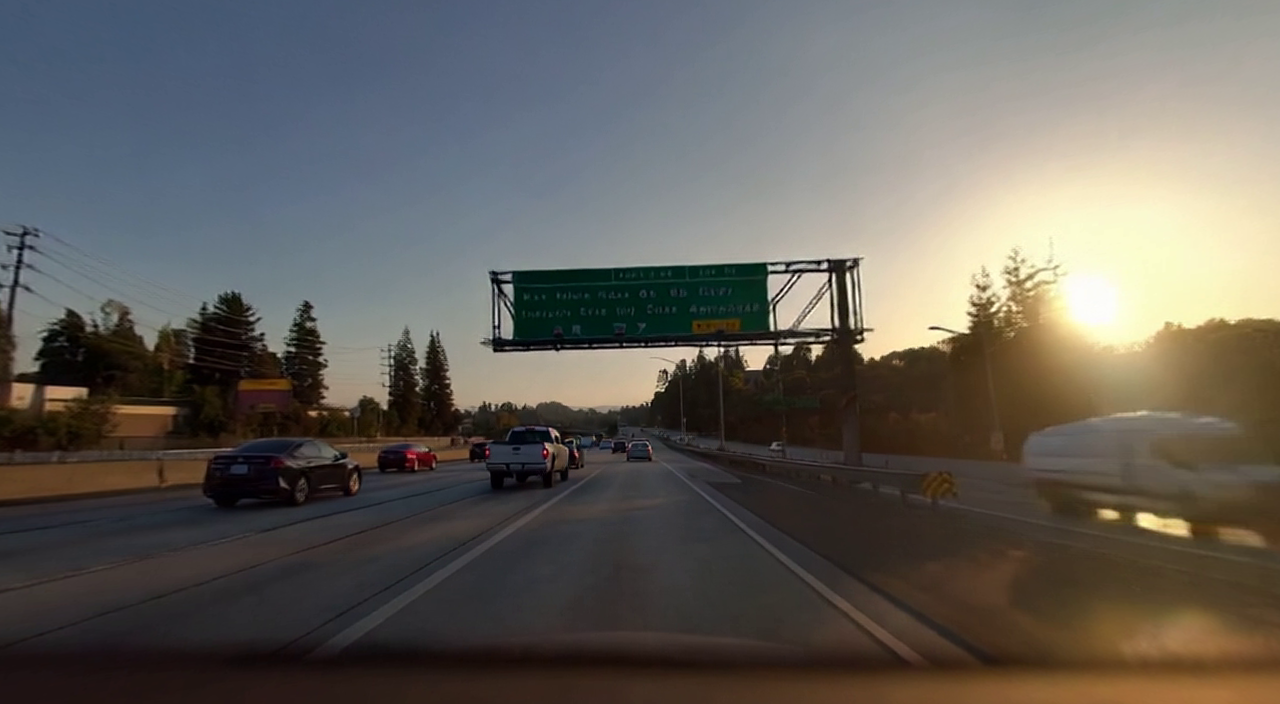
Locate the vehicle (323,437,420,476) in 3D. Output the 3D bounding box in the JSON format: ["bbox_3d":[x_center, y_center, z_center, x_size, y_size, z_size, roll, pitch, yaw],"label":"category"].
[{"bbox_3d":[-10.957,4.284,26.060,1.884,1.453,4.579,0,-8,2],"label":"vehicle"}]

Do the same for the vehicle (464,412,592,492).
[{"bbox_3d":[-3.222,3.130,19.980,2.815,2.092,6.526,0,-8,0],"label":"vehicle"}]

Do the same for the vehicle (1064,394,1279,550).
[{"bbox_3d":[10.978,2.133,11.582,2.244,2.374,5.762,0,-8,0],"label":"vehicle"}]

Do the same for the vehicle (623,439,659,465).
[{"bbox_3d":[0.114,5.889,37.270,2.013,1.444,4.447,0,-8,2],"label":"vehicle"}]

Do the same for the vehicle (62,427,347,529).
[{"bbox_3d":[-7.463,2.183,11.499,1.964,1.481,4.425,0,-8,1],"label":"vehicle"}]
